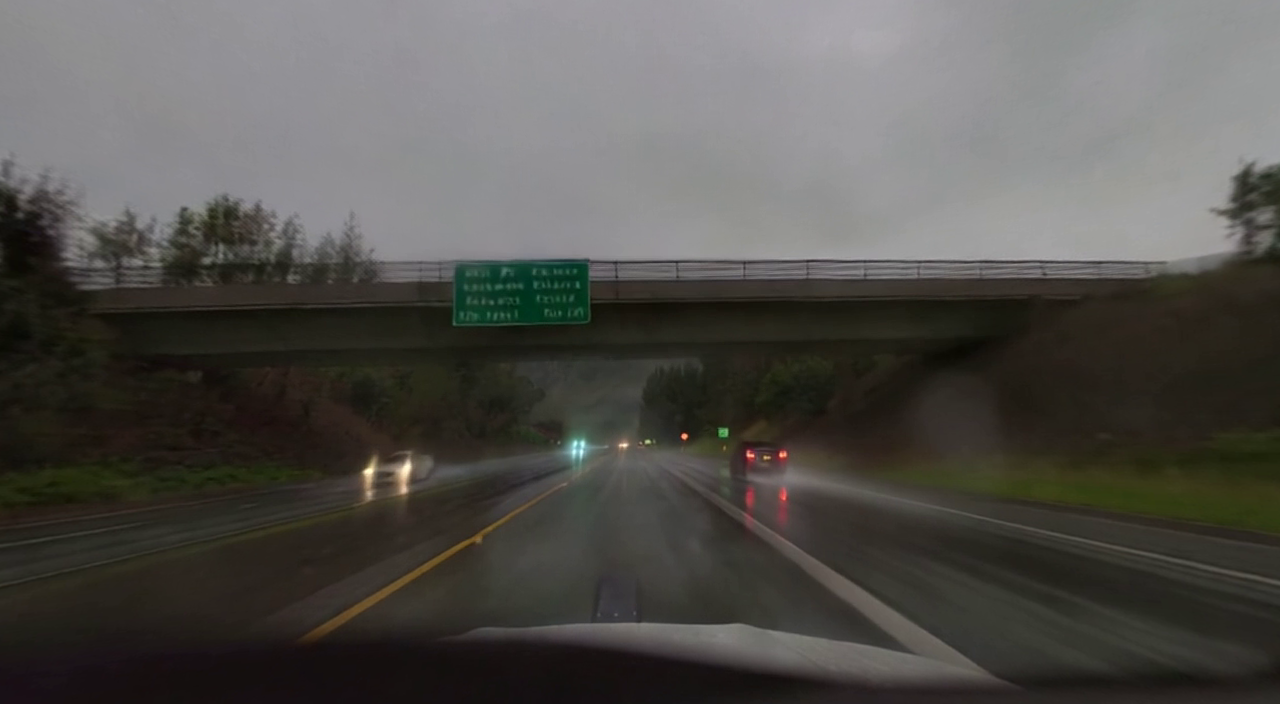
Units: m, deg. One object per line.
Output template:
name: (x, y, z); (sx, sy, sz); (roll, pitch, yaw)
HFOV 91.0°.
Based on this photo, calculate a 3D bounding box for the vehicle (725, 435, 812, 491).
vehicle: (3.748, 3.286, 18.963); (1.781, 1.470, 3.540); (0, -8, -2)

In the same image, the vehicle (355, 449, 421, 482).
vehicle: (-12.637, 5.684, 31.763); (1.780, 1.527, 3.827); (0, -8, -1)
